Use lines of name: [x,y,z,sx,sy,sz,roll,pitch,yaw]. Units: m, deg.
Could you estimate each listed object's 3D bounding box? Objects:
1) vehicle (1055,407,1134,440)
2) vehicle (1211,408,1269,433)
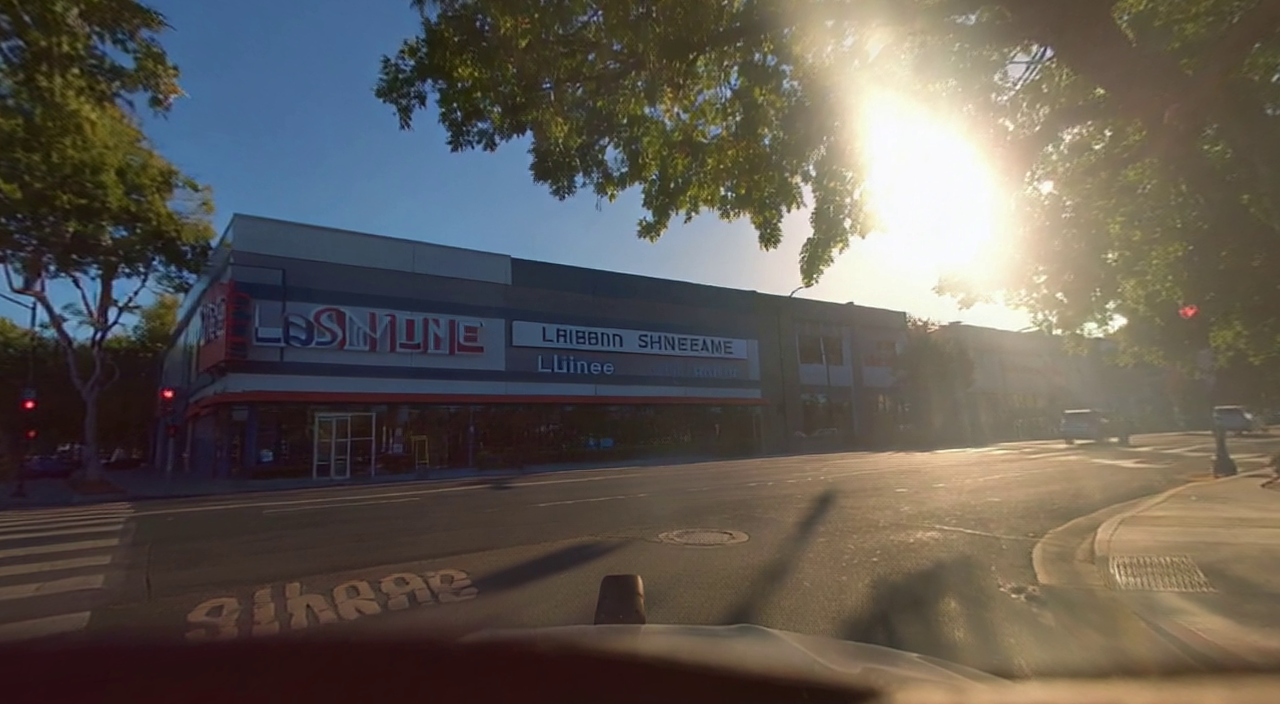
vehicle: [27.054,4.311,37.567,4.689,1.758,2.146,6,-10,-34]
vehicle: [42.330,4.854,44.554,4.377,1.624,1.953,6,-10,-34]
